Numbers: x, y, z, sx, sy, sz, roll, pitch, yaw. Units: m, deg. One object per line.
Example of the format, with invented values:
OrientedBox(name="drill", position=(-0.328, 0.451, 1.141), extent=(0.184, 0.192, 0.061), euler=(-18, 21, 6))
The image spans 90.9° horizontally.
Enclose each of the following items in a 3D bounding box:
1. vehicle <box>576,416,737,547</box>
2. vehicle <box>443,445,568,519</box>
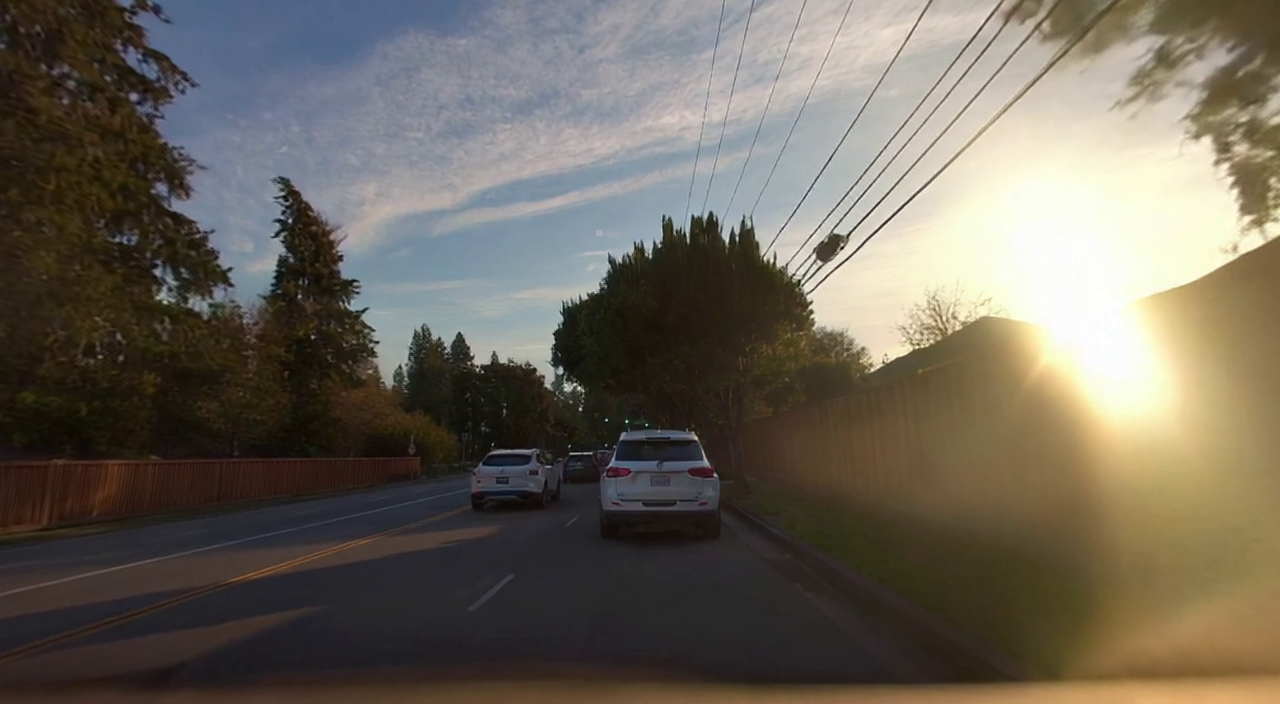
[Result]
OrientedBox(name="vehicle", position=(0.253, 2.073, 10.683), extent=(2.174, 1.749, 4.113), euler=(0, -9, 1))
OrientedBox(name="vehicle", position=(-2.954, 2.939, 14.816), extent=(1.979, 1.489, 4.006), euler=(0, -9, 1))
